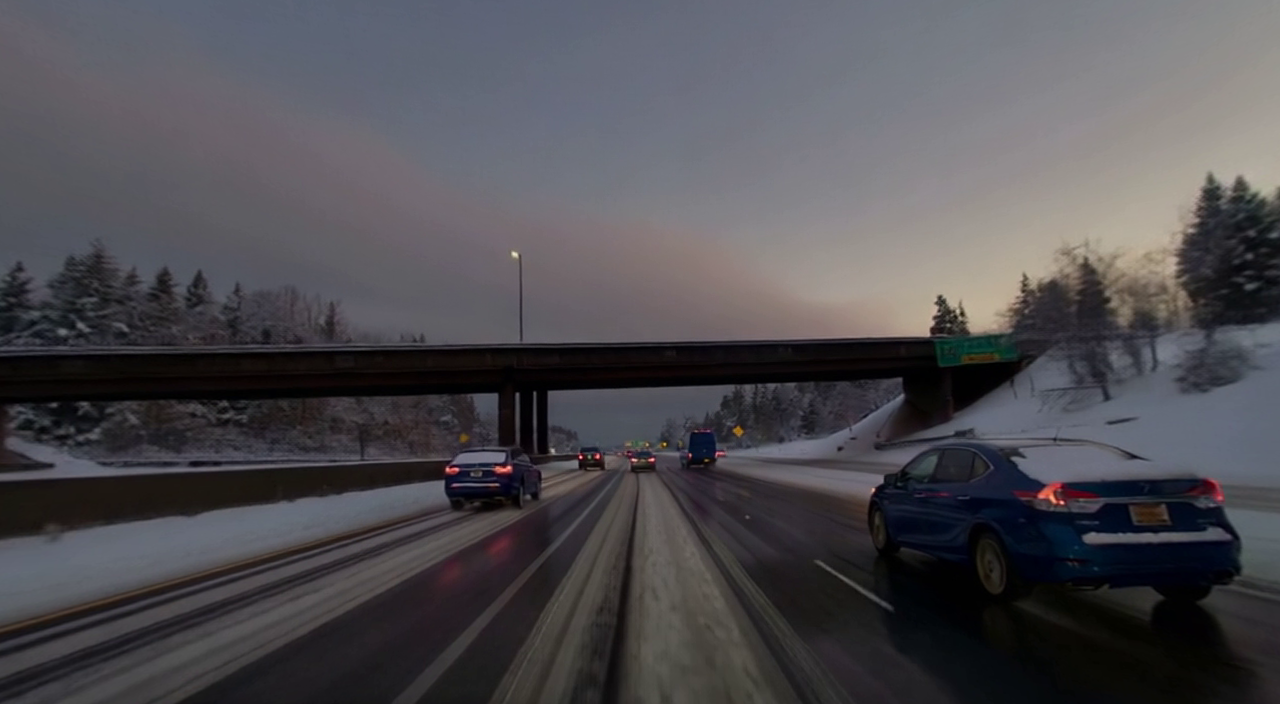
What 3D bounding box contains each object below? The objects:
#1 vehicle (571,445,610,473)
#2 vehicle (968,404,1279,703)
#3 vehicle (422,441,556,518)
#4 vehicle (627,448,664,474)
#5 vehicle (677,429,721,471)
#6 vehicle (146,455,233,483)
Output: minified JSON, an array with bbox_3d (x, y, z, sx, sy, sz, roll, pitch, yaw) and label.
[{"bbox_3d":[-3.209,6.981,41.349,2.078,1.706,4.298,-1,-8,2],"label":"vehicle"},{"bbox_3d":[4.070,1.100,3.467,2.085,1.558,4.466,0,-8,-1],"label":"vehicle"},{"bbox_3d":[-3.385,2.926,15.032,2.137,1.562,3.926,0,-8,2],"label":"vehicle"},{"bbox_3d":[0.304,6.688,38.765,2.174,1.467,4.005,0,-8,0],"label":"vehicle"},{"bbox_3d":[4.117,7.014,45.313,2.436,2.745,6.607,0,-9,-1],"label":"vehicle"},{"bbox_3d":[-26.289,6.808,36.971,1.981,1.424,4.195,0,-9,0],"label":"vehicle"}]
